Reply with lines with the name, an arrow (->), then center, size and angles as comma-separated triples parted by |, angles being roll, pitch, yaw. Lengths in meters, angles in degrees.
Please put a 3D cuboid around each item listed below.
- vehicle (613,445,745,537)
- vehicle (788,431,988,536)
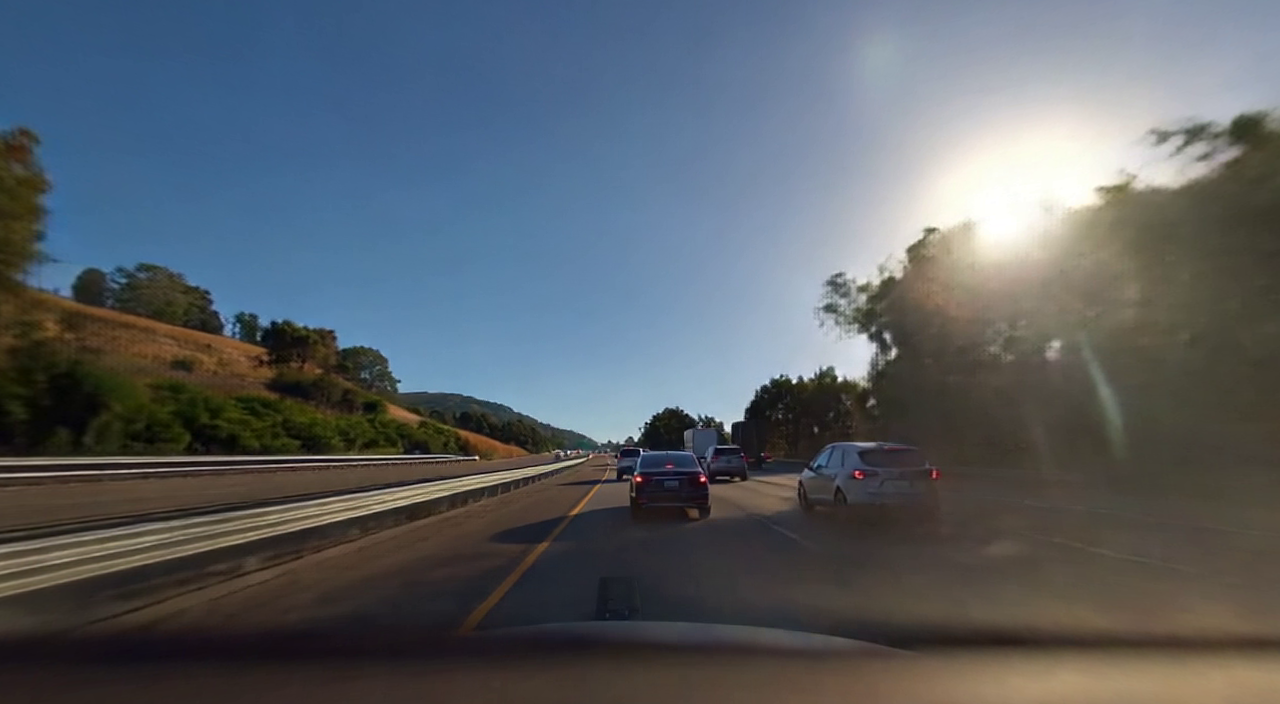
vehicle -> 0.589, 2.494, 11.870 | 2.094, 1.426, 3.725 | 0, -9, -1
vehicle -> 4.546, 2.474, 12.490 | 1.998, 1.657, 4.604 | 0, -9, -1
